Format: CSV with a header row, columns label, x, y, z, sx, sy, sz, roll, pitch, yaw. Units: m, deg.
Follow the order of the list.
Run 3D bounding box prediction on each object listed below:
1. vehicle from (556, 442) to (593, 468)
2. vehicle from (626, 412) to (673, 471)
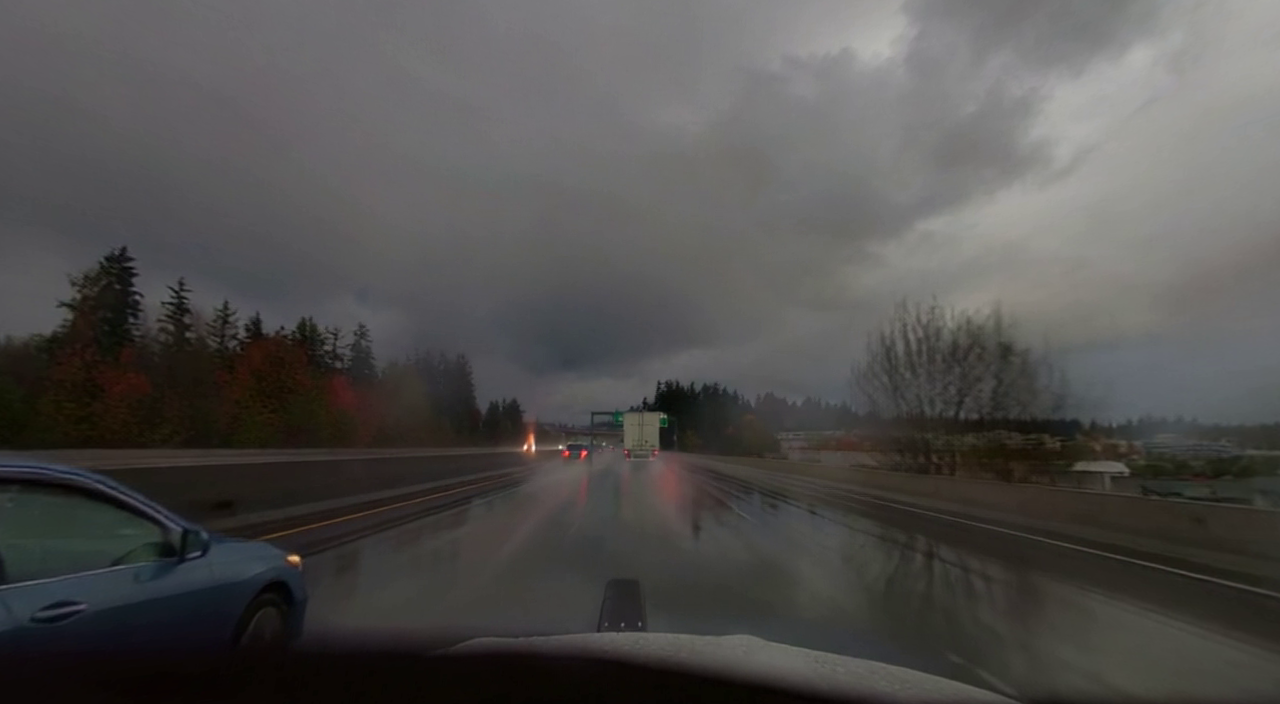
label,x,y,z,sx,sy,sz,roll,pitch,yaw
vehicle,-4.392,6.994,42.742,2.079,1.656,3.965,0,-9,0
vehicle,0.514,6.216,43.605,2.893,3.628,9.081,0,-9,-1
